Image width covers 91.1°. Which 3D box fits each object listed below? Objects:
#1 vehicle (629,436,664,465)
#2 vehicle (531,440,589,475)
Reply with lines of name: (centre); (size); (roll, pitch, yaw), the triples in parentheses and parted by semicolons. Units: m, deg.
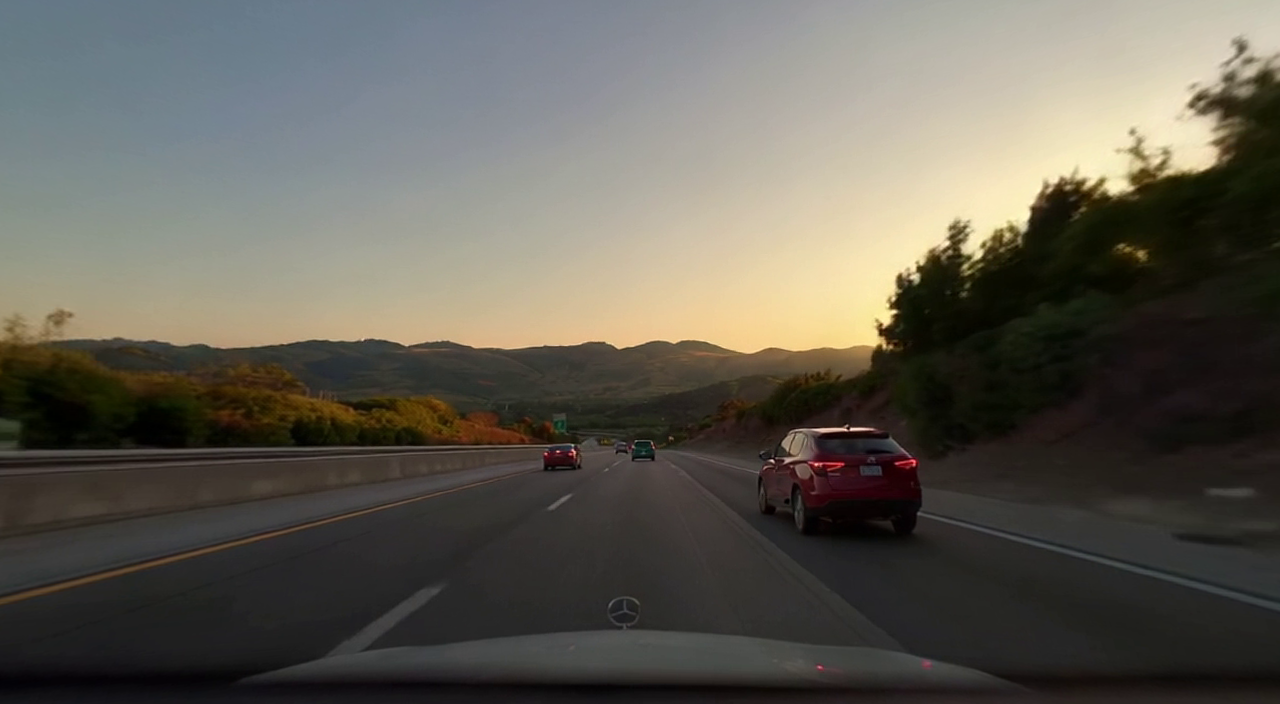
vehicle: (0.377, 6.704, 42.956); (2.272, 1.836, 4.866); (0, -8, -1)
vehicle: (-3.648, 4.916, 29.528); (2.082, 1.485, 4.237); (0, -8, 1)
